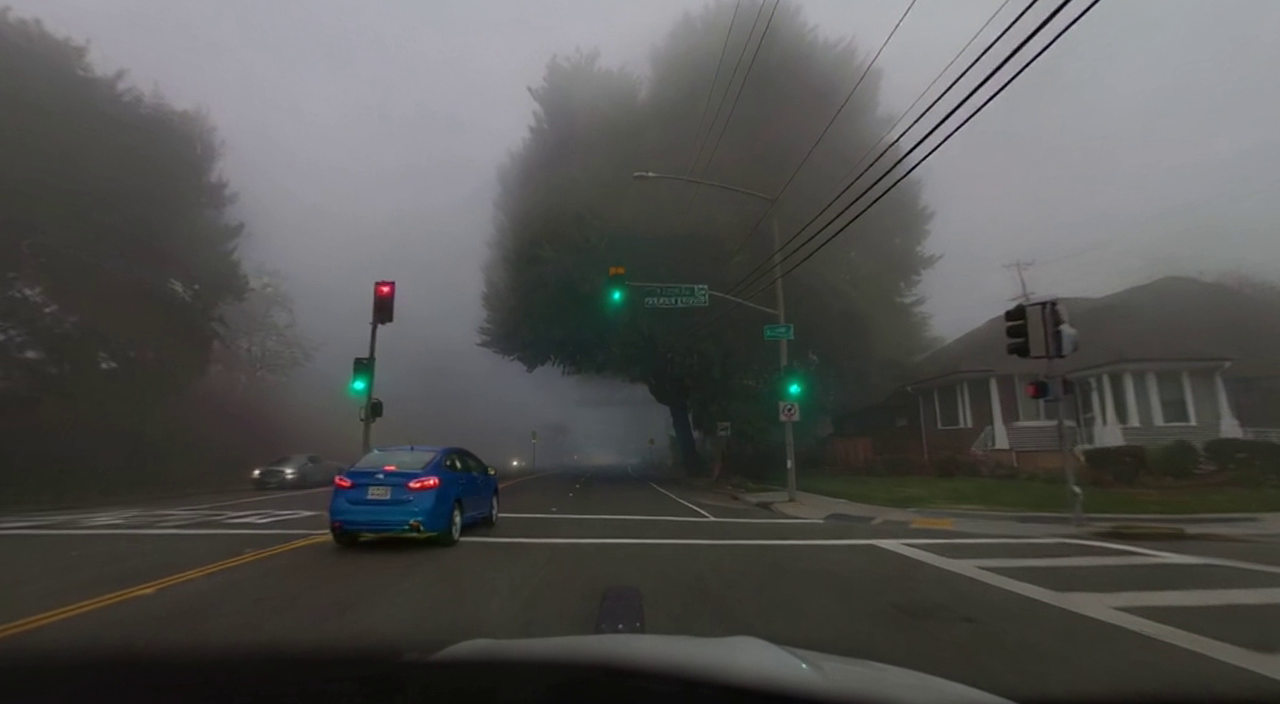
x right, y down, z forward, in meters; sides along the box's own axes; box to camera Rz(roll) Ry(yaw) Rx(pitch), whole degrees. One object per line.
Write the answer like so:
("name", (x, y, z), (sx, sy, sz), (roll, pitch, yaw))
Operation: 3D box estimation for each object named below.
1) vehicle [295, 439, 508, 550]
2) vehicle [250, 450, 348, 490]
("vehicle", (-3.795, 2.326, 11.097), (1.980, 1.508, 4.502), (0, -9, 0))
("vehicle", (-17.873, 6.180, 33.520), (2.228, 1.879, 5.638), (0, -9, -3))
